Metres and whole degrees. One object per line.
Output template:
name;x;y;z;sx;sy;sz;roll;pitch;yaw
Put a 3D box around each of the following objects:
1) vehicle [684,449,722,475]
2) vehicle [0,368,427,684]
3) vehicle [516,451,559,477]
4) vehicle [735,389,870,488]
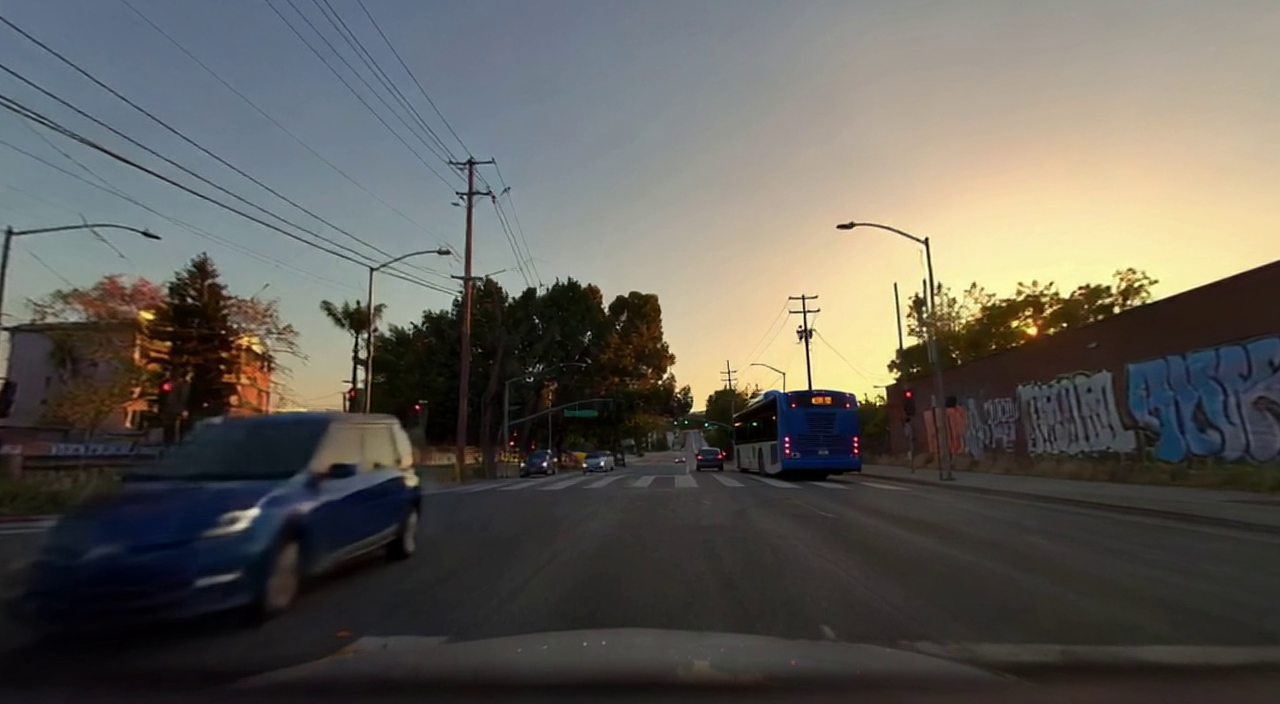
vehicle;3.801;6.721;38.949;1.961;1.470;4.196;0;-8;1
vehicle;-3.736;1.302;5.786;2.015;1.818;4.061;-1;-8;2
vehicle;-7.232;7.951;44.991;2.011;1.672;4.637;-1;-8;4
vehicle;6.635;3.953;28.476;3.045;3.447;12.604;0;-8;2
